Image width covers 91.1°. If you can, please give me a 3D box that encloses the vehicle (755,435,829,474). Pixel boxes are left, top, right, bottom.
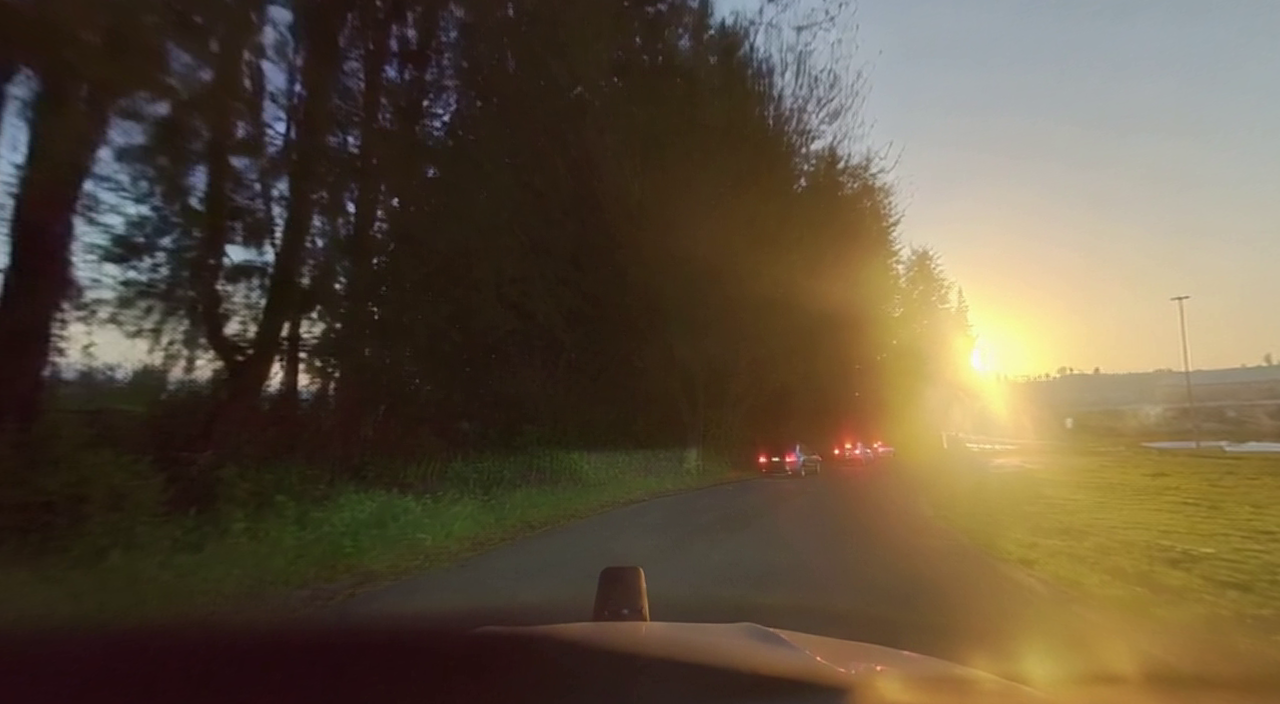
[{"bbox_3d":[7.728,5.152,31.705,1.988,1.789,4.257,-5,-10,38],"label":"vehicle"}]
